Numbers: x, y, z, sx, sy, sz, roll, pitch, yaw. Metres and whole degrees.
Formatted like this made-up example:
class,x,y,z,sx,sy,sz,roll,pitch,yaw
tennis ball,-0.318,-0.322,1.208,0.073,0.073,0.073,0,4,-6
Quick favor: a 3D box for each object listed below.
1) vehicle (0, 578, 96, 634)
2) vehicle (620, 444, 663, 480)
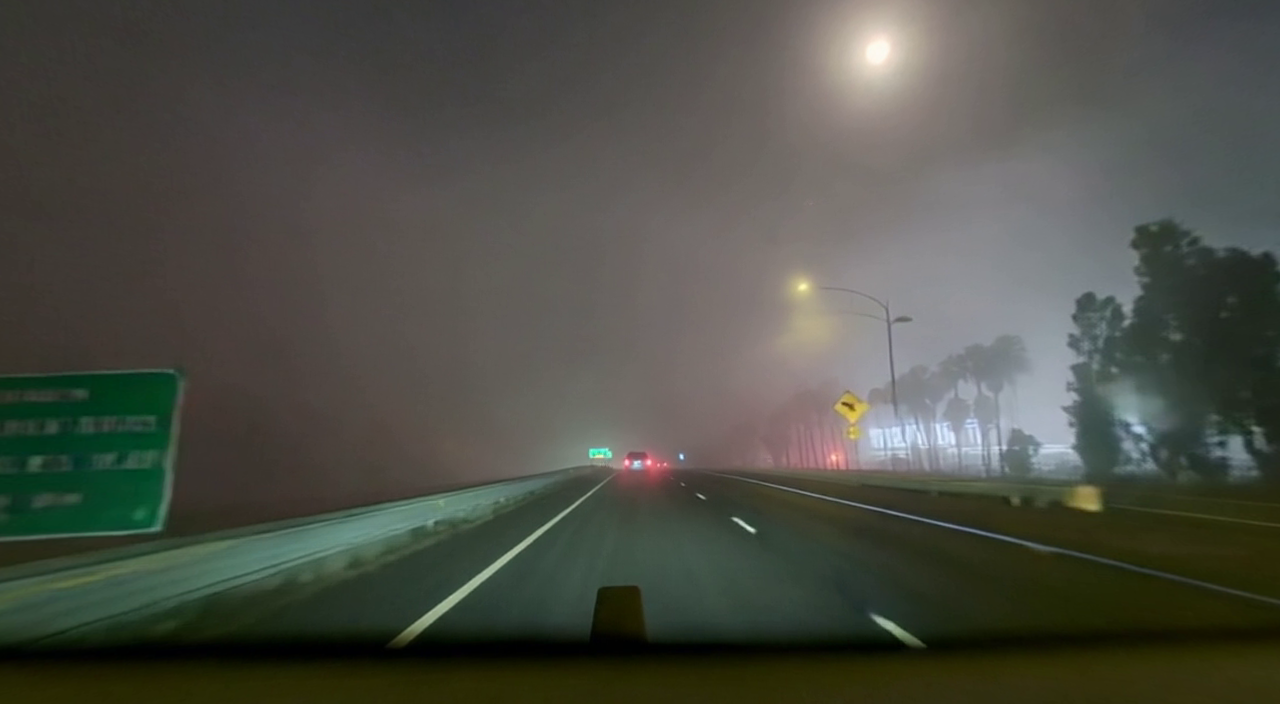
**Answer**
class,x,y,z,sx,sy,sz,roll,pitch,yaw
vehicle,-30.397,12.394,30.741,2.309,1.963,5.918,0,-14,-1
vehicle,0.039,5.742,33.115,2.089,1.718,4.193,0,-9,-1
